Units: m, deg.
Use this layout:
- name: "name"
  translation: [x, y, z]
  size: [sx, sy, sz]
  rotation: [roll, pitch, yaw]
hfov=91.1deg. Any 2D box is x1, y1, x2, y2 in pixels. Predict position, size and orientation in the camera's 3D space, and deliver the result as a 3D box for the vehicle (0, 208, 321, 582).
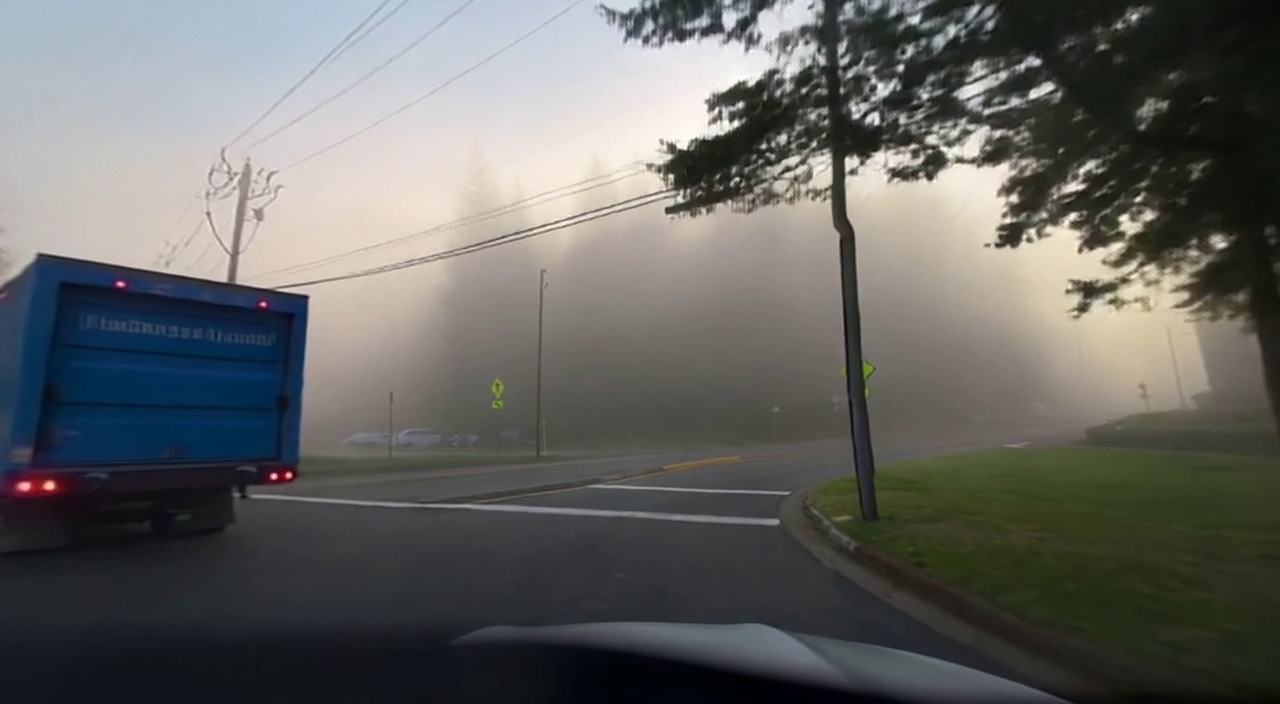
- name: "vehicle"
  translation: [-8.787, 0.920, 9.481]
  size: [9.680, 3.326, 2.838]
  rotation: [-6, -10, 36]
